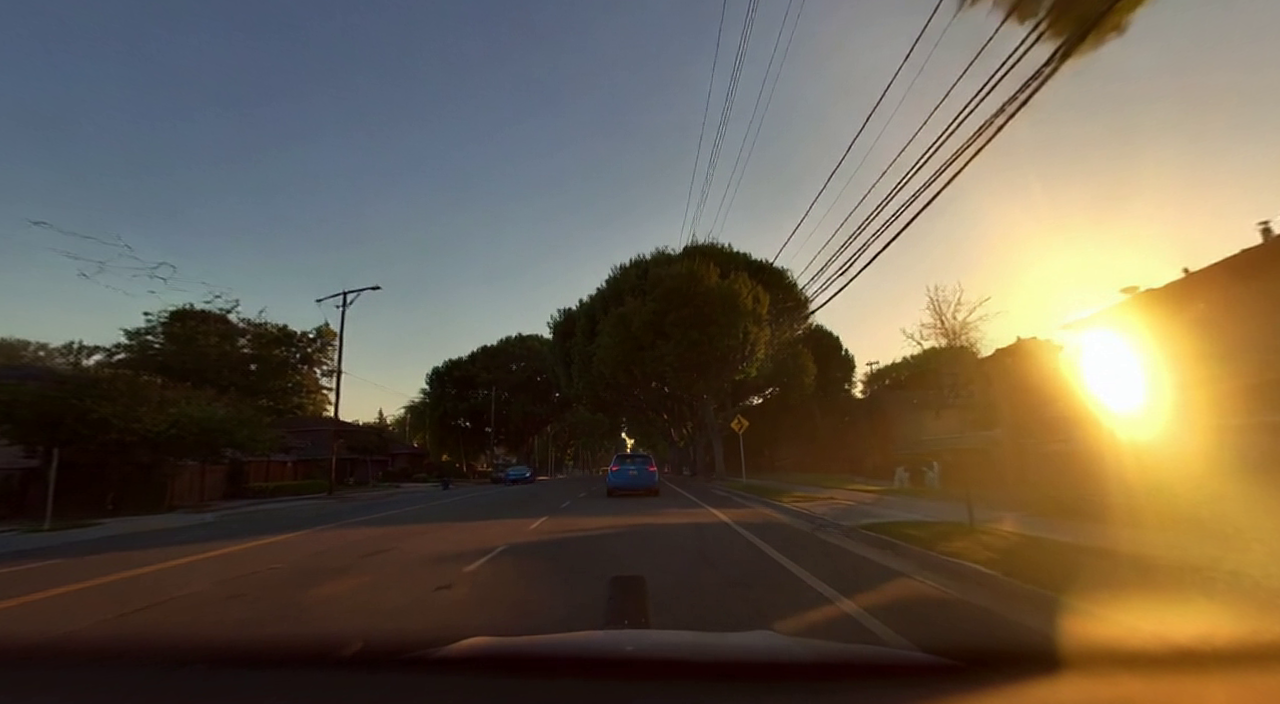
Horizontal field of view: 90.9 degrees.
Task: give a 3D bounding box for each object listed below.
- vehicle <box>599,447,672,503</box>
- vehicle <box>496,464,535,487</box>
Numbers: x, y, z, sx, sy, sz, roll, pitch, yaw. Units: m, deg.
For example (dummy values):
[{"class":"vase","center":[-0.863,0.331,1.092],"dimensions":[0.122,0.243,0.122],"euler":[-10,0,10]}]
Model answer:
[{"class":"vehicle","center":[-0.160,4.016,21.124],"dimensions":[2.200,1.653,4.127],"euler":[0,-8,0]},{"class":"vehicle","center":[-9.457,9.418,48.176],"dimensions":[1.960,1.490,4.674],"euler":[0,-8,1]}]
